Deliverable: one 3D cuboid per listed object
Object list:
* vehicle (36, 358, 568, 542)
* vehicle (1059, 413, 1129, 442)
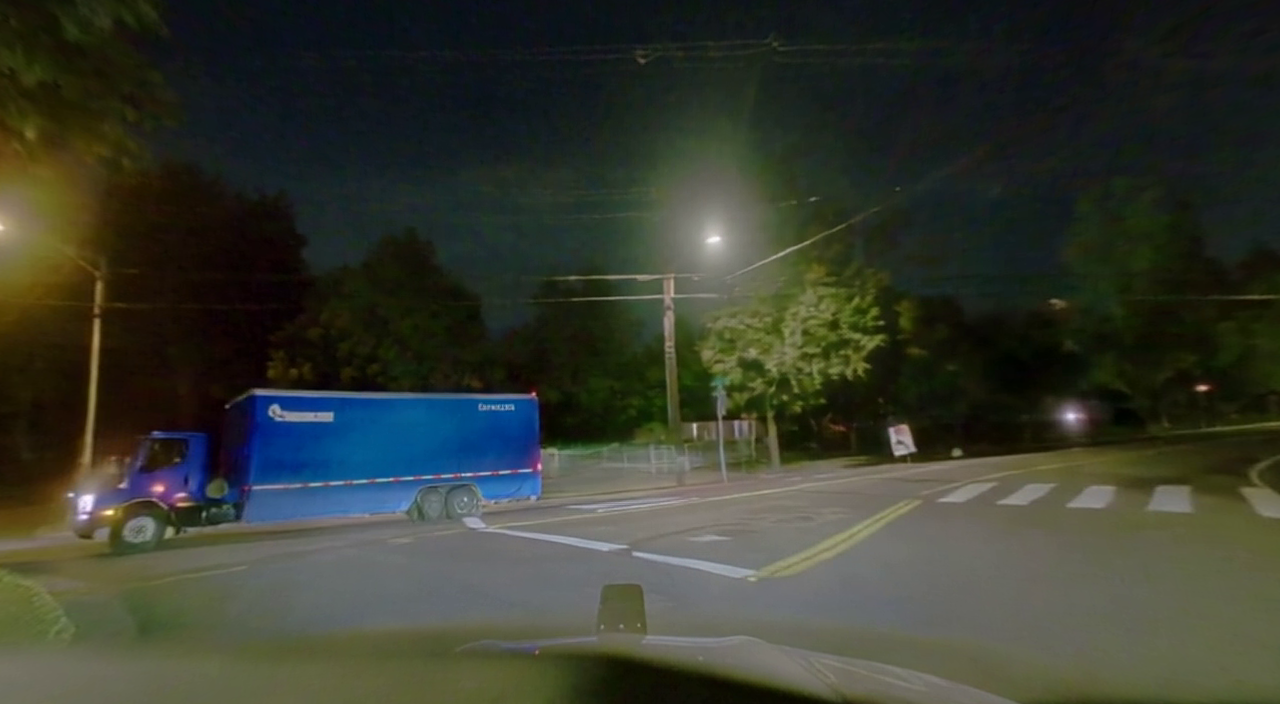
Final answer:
[{"bbox_3d":[-6.747,2.168,14.396,9.680,3.326,2.838,3,-9,-19],"label":"vehicle"},{"bbox_3d":[25.867,4.328,35.731,4.075,1.523,1.837,5,-10,-34],"label":"vehicle"}]
